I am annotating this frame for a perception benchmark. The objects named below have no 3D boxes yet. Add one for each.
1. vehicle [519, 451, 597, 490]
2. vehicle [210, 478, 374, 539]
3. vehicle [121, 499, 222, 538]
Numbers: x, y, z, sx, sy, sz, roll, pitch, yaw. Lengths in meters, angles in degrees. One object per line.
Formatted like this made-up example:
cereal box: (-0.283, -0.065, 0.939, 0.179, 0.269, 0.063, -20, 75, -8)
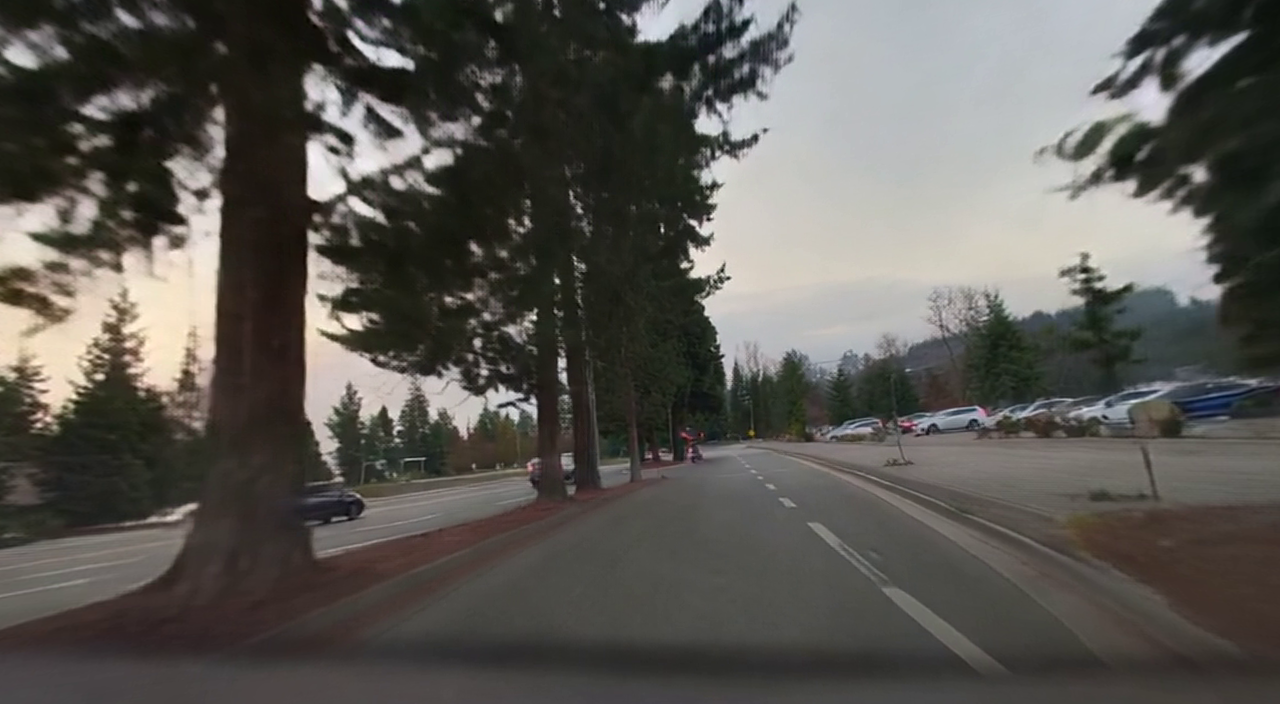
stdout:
vehicle: (-3.990, 5.868, 31.600, 2.049, 1.699, 4.860, -3, -9, 16)
vehicle: (-11.515, 5.163, 21.375, 1.886, 1.535, 4.742, -4, -9, 18)
vehicle: (-25.471, 9.034, 34.519, 1.867, 1.592, 4.065, -3, -9, 14)
